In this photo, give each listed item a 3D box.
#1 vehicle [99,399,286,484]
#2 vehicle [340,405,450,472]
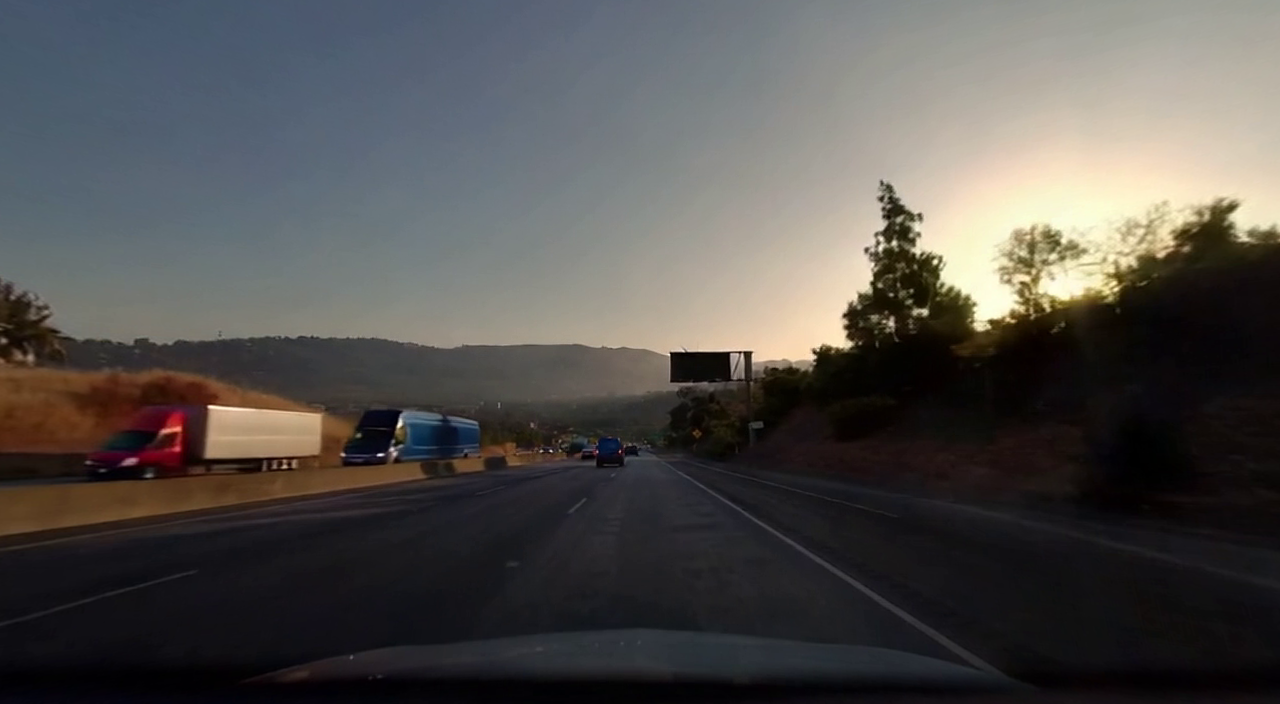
[{"bbox_3d":[-23.103,4.819,33.542,3.029,3.844,9.059,0,-9,1],"label":"vehicle"},{"bbox_3d":[-15.826,5.845,41.923,3.075,3.898,10.038,0,-9,1],"label":"vehicle"}]
